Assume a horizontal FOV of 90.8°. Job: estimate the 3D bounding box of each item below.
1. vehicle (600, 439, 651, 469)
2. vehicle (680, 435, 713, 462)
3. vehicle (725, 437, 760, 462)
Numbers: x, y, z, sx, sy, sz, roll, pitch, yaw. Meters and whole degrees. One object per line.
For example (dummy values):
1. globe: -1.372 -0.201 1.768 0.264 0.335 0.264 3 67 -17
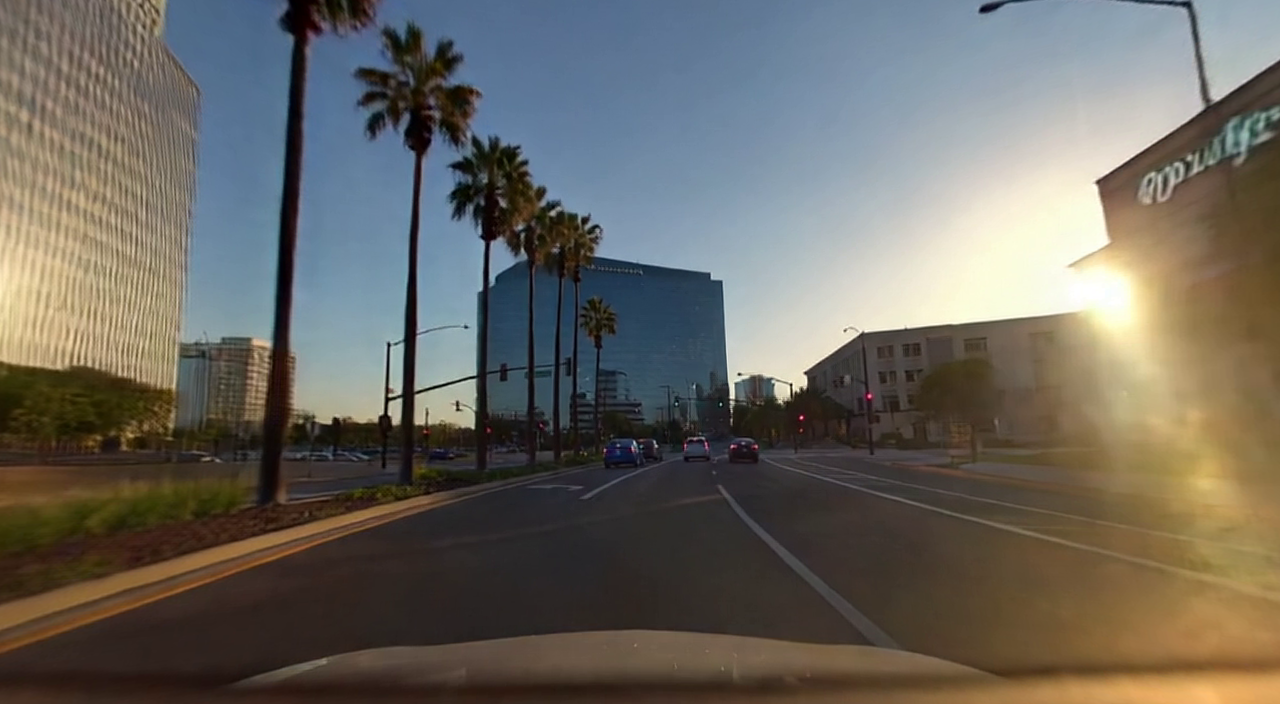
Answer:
1. vehicle: -0.680 5.395 33.650 1.962 1.480 4.605 -1 -9 9
2. vehicle: 3.967 6.671 43.669 2.060 1.730 4.257 -1 -9 8
3. vehicle: 6.712 6.410 41.658 1.936 1.567 3.896 -1 -9 5
